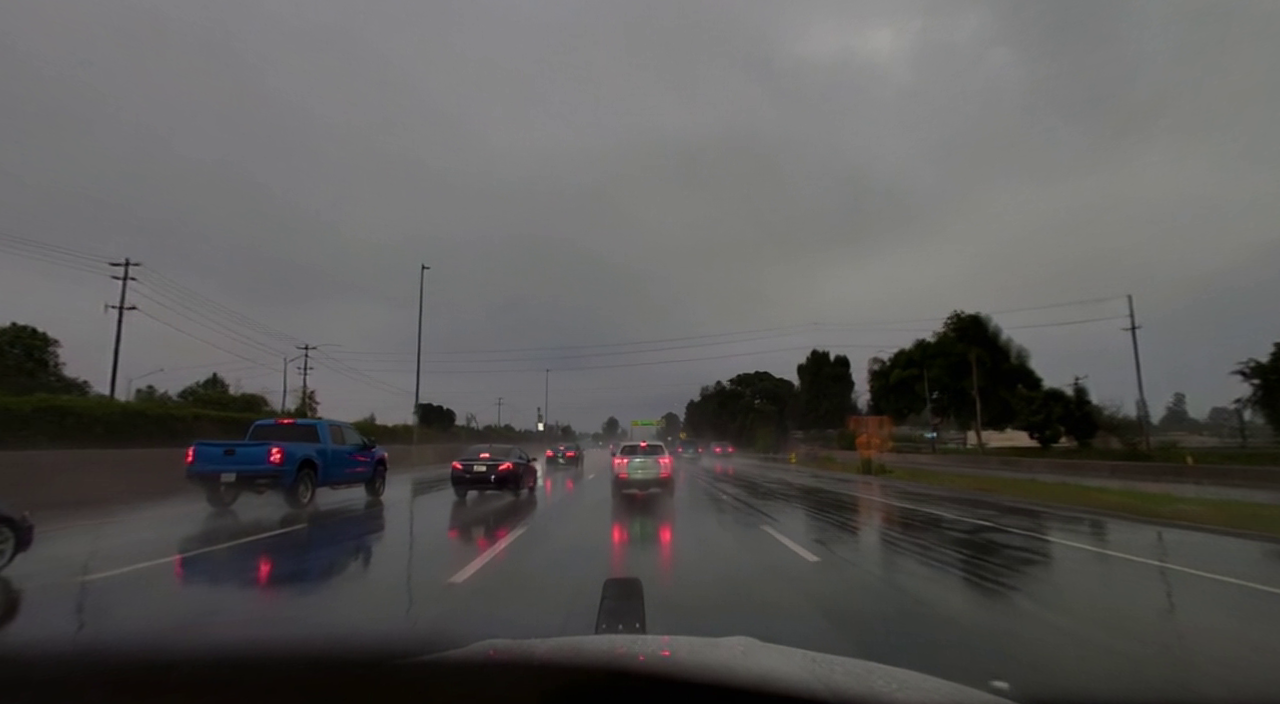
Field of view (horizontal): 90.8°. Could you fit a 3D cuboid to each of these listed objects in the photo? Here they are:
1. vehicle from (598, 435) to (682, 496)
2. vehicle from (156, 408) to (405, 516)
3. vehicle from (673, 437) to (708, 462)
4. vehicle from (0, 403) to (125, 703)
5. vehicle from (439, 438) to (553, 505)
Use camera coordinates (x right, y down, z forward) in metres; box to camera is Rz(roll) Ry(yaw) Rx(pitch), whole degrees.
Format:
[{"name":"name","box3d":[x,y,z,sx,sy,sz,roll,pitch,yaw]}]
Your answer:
[{"name":"vehicle","box3d":[-0.023,3.188,18.202,2.102,1.499,4.439,0,-8,-1]},{"name":"vehicle","box3d":[-7.523,2.395,14.223,2.194,1.922,5.637,0,-8,1]},{"name":"vehicle","box3d":[3.765,7.357,47.814,2.113,1.800,5.376,0,-8,-1]},{"name":"vehicle","box3d":[-3.582,0.702,0.773,1.955,1.481,4.604,0,-8,1]},{"name":"vehicle","box3d":[-3.416,2.895,15.806,1.899,1.437,4.131,0,-8,0]}]
